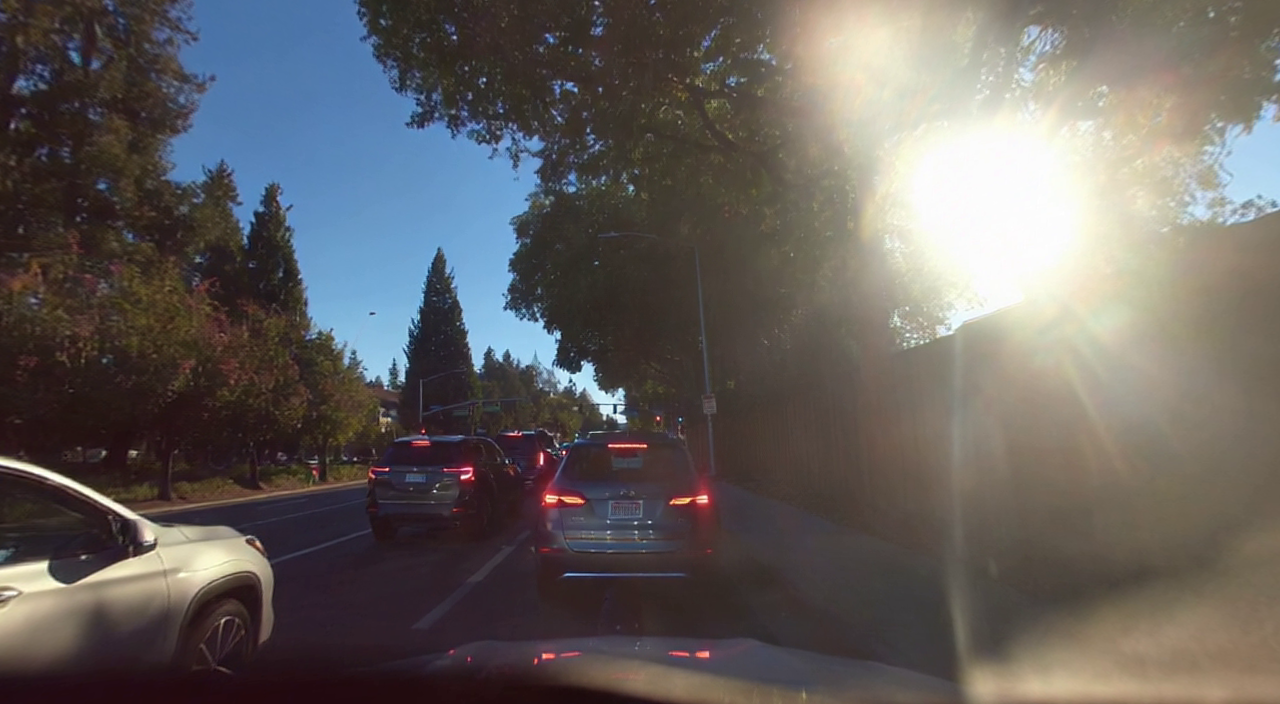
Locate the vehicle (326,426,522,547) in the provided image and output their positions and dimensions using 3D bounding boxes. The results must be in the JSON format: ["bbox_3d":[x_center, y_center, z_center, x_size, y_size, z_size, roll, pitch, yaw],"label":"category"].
[{"bbox_3d":[-3.223,2.064,10.270,1.850,1.582,3.688,0,-8,0],"label":"vehicle"}]

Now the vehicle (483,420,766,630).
[{"bbox_3d":[-0.139,1.510,6.445,1.995,1.460,3.865,0,-8,-1],"label":"vehicle"}]

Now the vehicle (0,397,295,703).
[{"bbox_3d":[-3.166,0.837,1.583,1.980,1.520,4.636,0,-8,0],"label":"vehicle"}]
